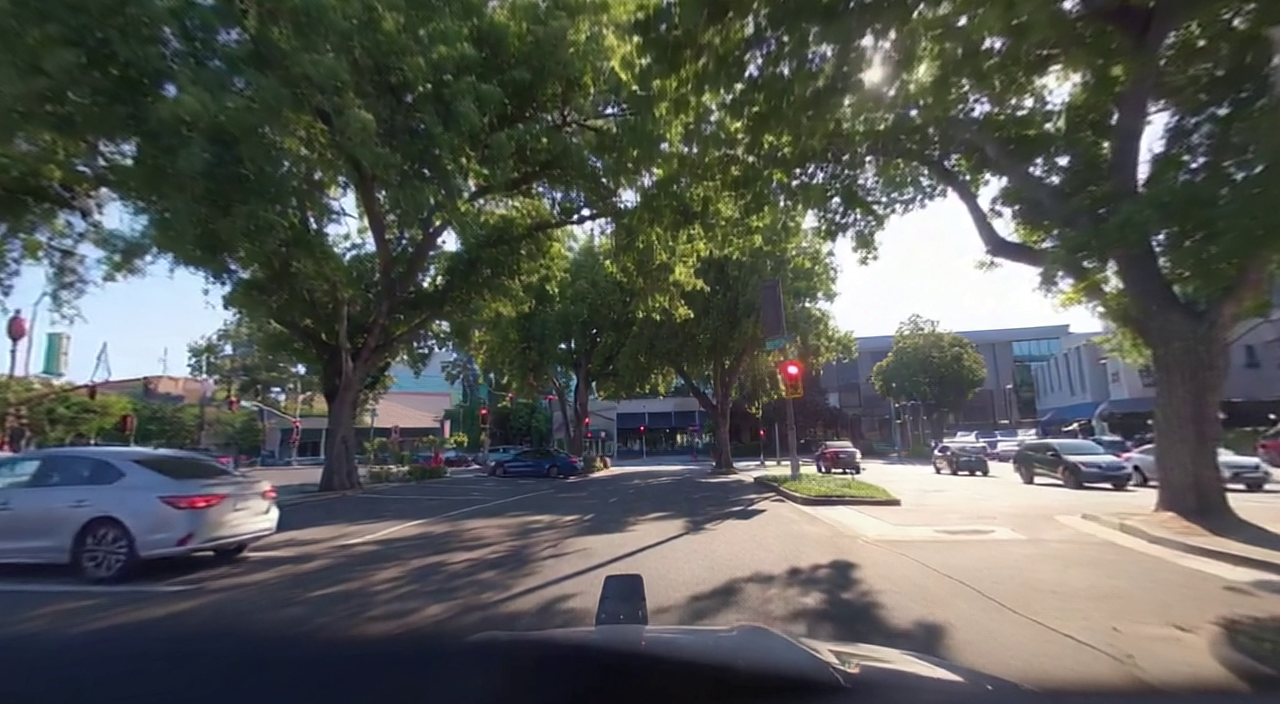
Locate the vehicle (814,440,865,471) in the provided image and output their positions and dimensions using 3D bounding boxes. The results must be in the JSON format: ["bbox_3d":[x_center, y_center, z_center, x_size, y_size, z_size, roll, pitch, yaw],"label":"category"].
[{"bbox_3d":[10.621,5.501,33.964,2.061,1.519,4.794,-2,-8,11],"label":"vehicle"}]

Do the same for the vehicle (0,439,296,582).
[{"bbox_3d":[-6.875,1.810,7.614,4.376,1.476,1.791,0,-9,2],"label":"vehicle"}]

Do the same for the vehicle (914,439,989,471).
[{"bbox_3d":[15.728,5.219,32.192,1.951,1.491,4.359,-1,-9,5],"label":"vehicle"}]

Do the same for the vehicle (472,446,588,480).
[{"bbox_3d":[-5.054,5.120,29.314,4.792,1.468,2.116,-2,-9,13],"label":"vehicle"}]

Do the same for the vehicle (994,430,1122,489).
[{"bbox_3d":[13.281,3.427,20.447,1.921,1.657,4.400,-2,-9,13],"label":"vehicle"}]

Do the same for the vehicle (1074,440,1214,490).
[{"bbox_3d":[15.676,3.498,19.931,1.936,1.391,3.874,-2,-9,14],"label":"vehicle"}]
